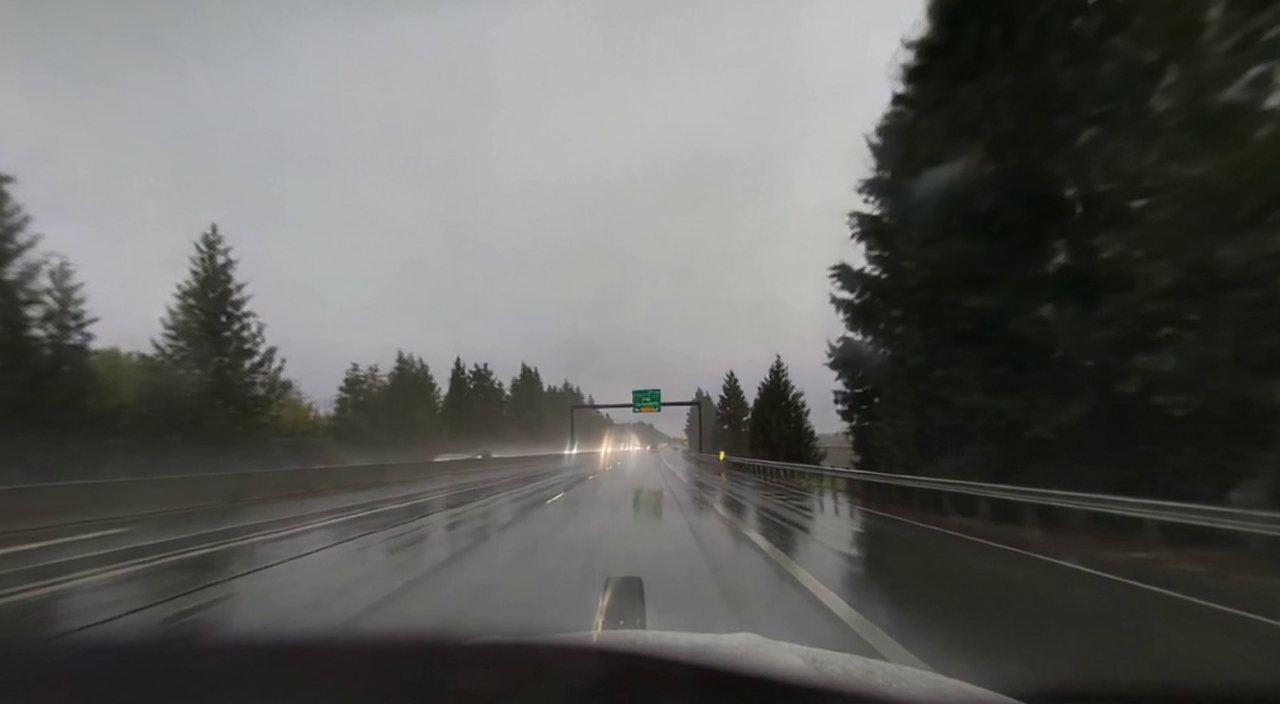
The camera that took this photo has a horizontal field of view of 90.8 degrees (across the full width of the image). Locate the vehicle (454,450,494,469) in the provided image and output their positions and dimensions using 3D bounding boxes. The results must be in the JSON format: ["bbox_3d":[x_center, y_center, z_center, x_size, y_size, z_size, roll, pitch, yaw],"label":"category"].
[{"bbox_3d":[-13.051,8.464,49.846,1.866,1.474,4.402,-1,-9,2],"label":"vehicle"}]
